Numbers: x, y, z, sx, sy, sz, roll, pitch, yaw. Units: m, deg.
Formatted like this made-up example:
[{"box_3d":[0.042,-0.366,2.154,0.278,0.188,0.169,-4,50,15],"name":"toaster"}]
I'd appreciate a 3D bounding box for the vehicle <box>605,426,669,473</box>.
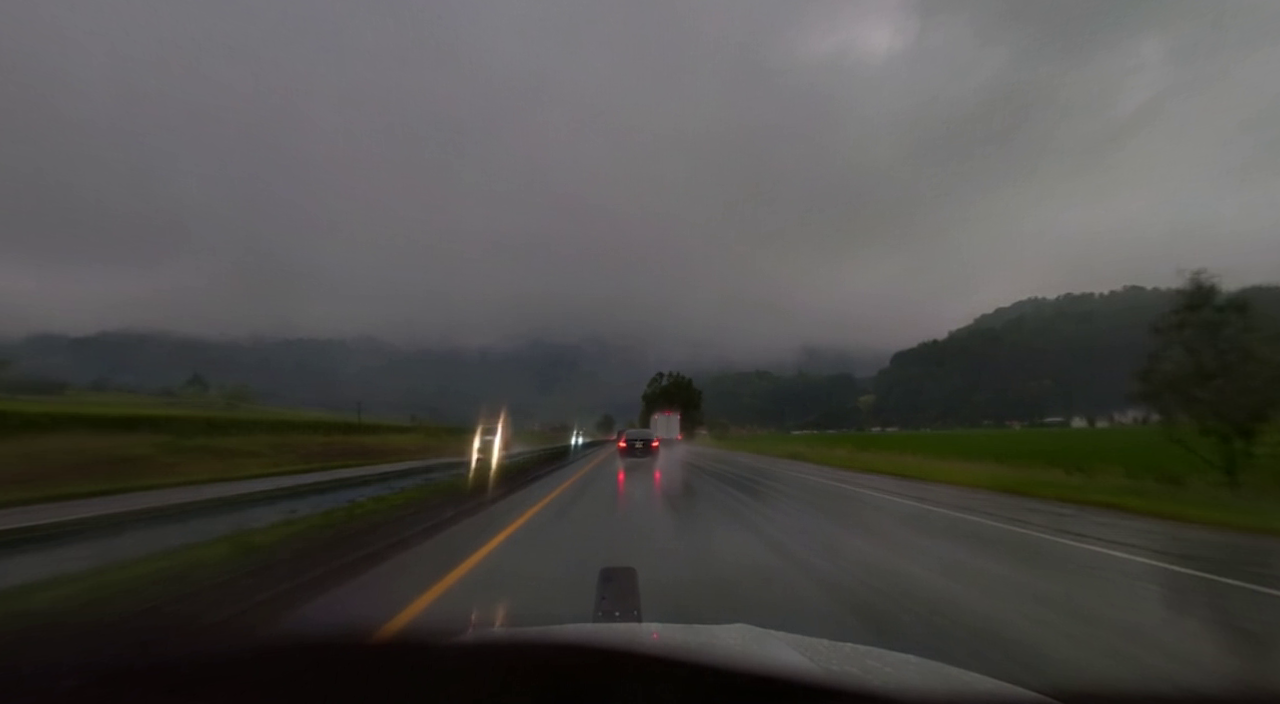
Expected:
[{"box_3d":[-0.145,3.702,24.233,2.216,1.623,4.220,0,-8,-1],"name":"vehicle"}]
